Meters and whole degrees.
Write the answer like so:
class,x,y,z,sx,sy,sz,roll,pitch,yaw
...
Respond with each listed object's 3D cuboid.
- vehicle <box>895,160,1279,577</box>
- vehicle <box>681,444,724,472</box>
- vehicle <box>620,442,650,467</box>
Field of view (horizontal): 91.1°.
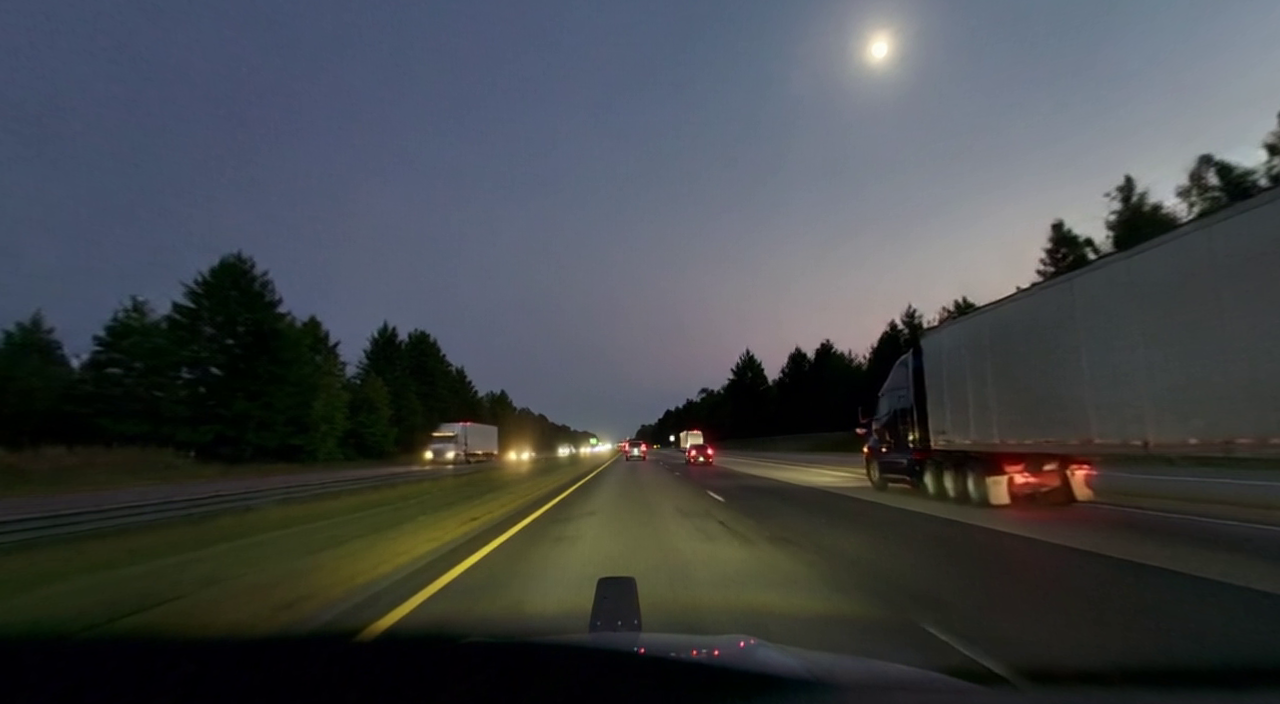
class,x,y,z,sx,sy,sz,roll,pitch,yaw
vehicle,7.806,0.413,7.867,3.044,4.073,14.016,0,-9,-1
vehicle,3.629,6.248,37.222,2.025,1.534,4.179,0,-9,-2
vehicle,-0.364,7.476,45.954,2.114,1.706,4.106,0,-9,-1
